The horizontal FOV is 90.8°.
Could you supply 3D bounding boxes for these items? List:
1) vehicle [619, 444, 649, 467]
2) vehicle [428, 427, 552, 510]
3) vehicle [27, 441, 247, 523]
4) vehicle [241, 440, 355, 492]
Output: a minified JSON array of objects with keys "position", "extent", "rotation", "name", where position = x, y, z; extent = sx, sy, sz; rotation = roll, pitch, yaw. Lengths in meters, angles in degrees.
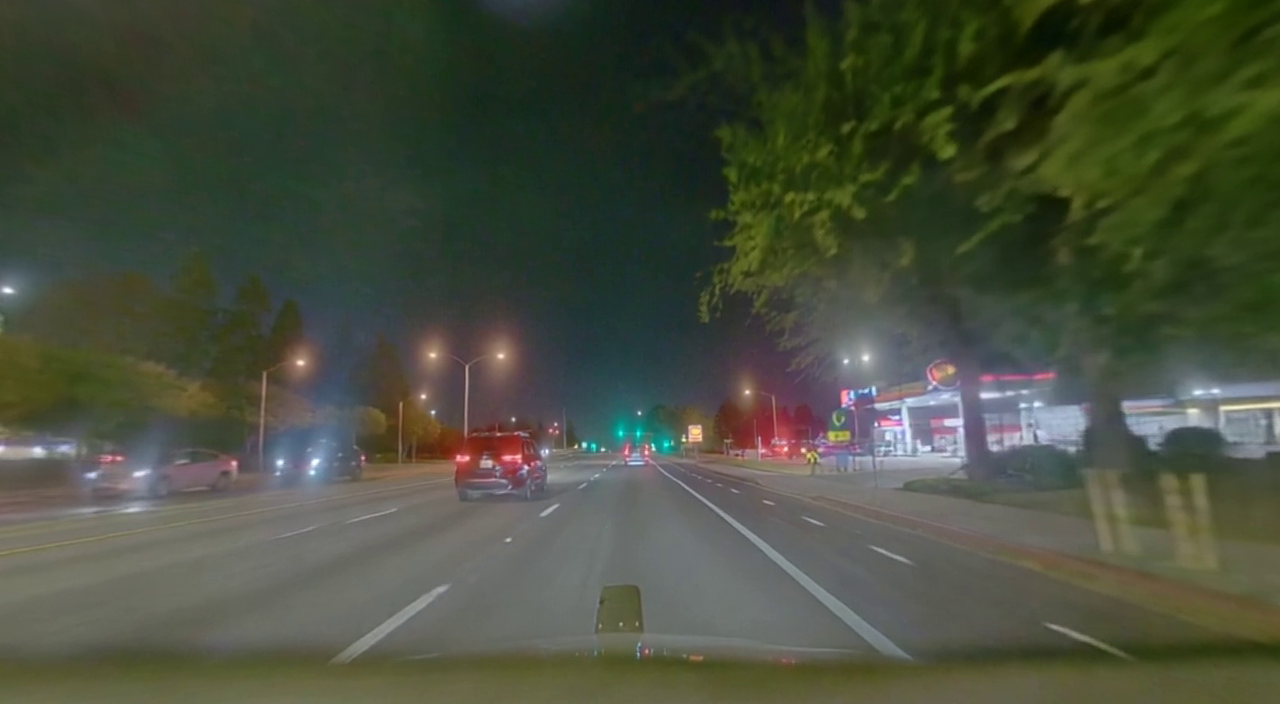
[{"position":[-0.421,7.793,47.736],"extent":[2.190,1.662,4.167],"rotation":[0,-8,1],"name":"vehicle"},{"position":[-3.555,2.845,15.957],"extent":[1.985,1.772,4.479],"rotation":[0,-8,0],"name":"vehicle"},{"position":[-11.839,3.018,15.350],"extent":[1.861,1.550,4.321],"rotation":[-4,-8,-1],"name":"vehicle"},{"position":[-11.807,3.935,22.172],"extent":[1.893,1.622,4.161],"rotation":[1,-8,-4],"name":"vehicle"}]
